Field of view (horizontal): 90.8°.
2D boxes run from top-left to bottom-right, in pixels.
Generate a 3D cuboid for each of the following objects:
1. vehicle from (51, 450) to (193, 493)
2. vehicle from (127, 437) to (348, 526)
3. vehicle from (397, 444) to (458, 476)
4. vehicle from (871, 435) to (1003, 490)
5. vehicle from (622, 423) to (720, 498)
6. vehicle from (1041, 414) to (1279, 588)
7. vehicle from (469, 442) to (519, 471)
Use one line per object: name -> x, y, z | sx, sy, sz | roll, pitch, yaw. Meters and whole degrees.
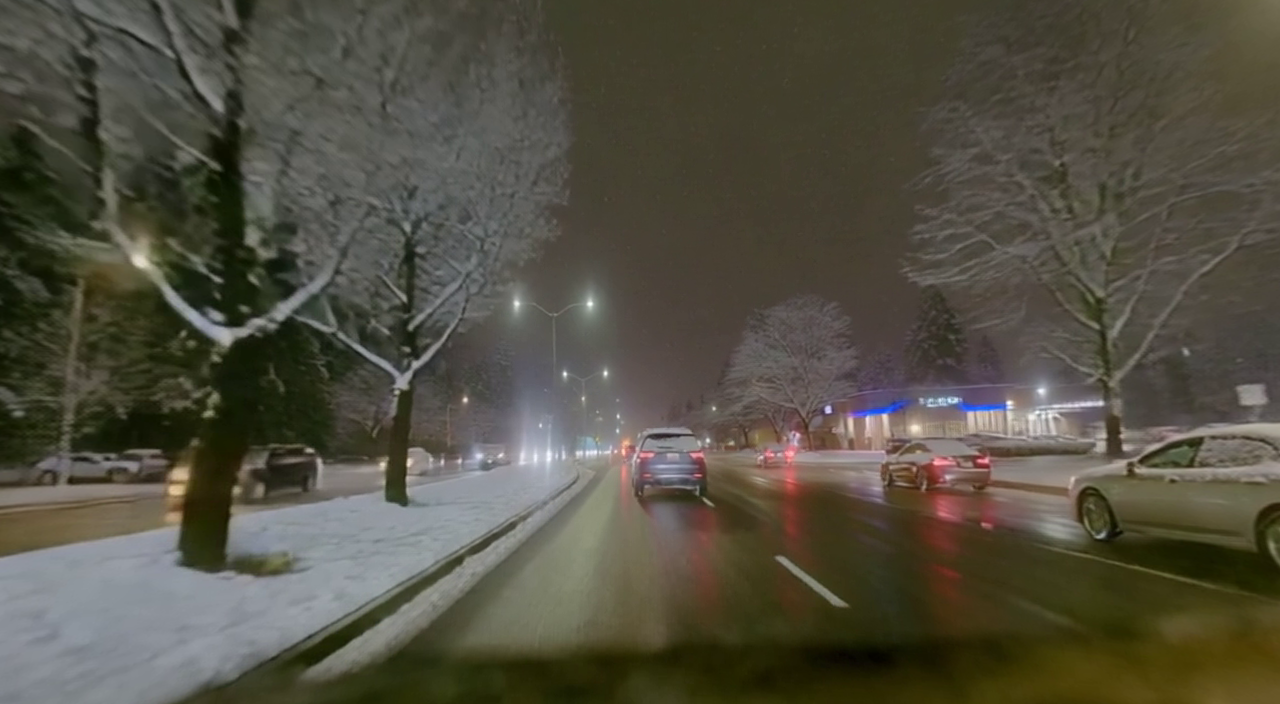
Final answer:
vehicle -> -26.027, 5.942, 31.779 | 5.966, 1.957, 2.305 | -2, -9, 15
vehicle -> -8.895, 2.852, 14.599 | 2.196, 1.717, 4.453 | 0, -8, -1
vehicle -> -12.317, 6.280, 36.975 | 2.054, 1.749, 4.443 | 0, -8, -1
vehicle -> 9.106, 3.397, 19.862 | 1.894, 1.517, 4.419 | 0, -8, -1
vehicle -> 0.706, 3.096, 18.458 | 2.300, 1.870, 4.936 | 0, -8, -4
vehicle -> 6.525, 1.428, 6.407 | 1.994, 1.488, 4.313 | 0, -8, -1
vehicle -> -9.348, 6.718, 40.897 | 2.104, 1.778, 4.520 | 0, -8, 0
